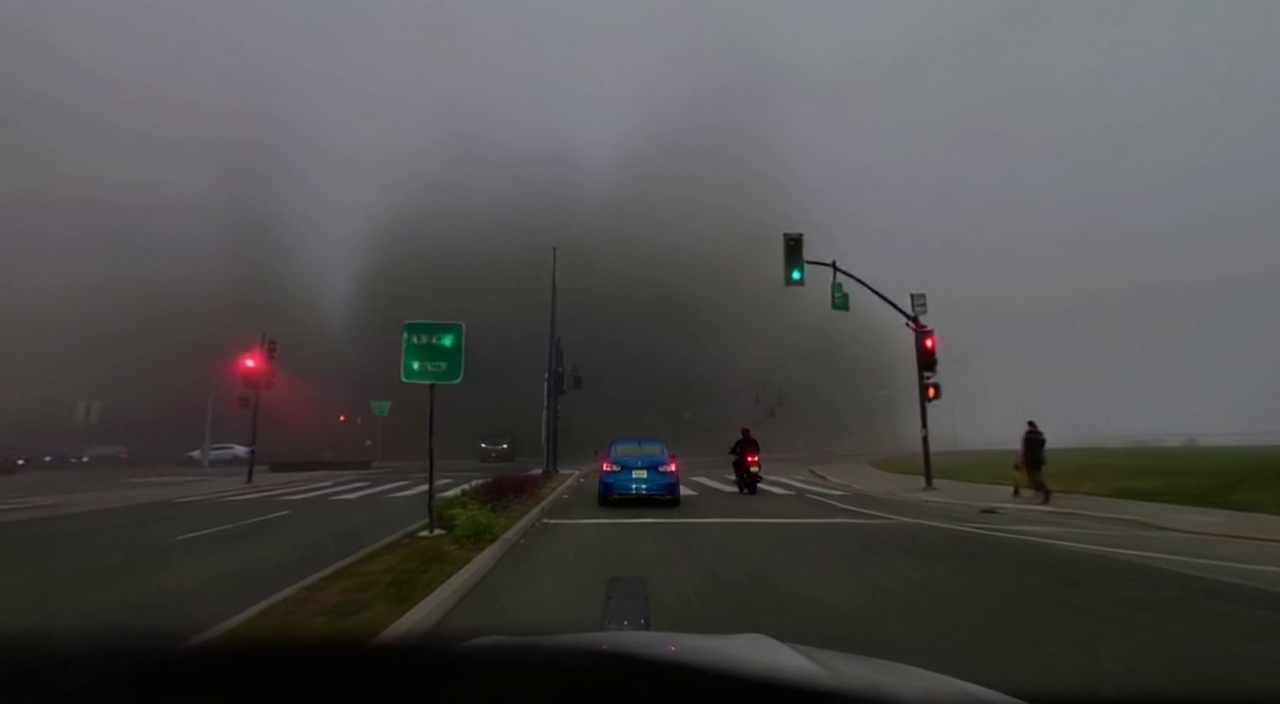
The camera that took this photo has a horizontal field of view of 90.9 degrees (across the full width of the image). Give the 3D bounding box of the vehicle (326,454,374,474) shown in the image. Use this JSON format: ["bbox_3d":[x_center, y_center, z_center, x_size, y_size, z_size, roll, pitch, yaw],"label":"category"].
[{"bbox_3d":[-19.556,7.536,42.532,1.259,1.181,2.744,-4,-9,25],"label":"vehicle"}]

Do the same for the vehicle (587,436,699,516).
[{"bbox_3d":[0.011,2.649,13.971,2.118,1.480,3.949,0,-8,-1],"label":"vehicle"}]

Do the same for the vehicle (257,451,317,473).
[{"bbox_3d":[-21.694,6.769,38.817,1.433,1.269,2.779,-6,-10,31],"label":"vehicle"}]
